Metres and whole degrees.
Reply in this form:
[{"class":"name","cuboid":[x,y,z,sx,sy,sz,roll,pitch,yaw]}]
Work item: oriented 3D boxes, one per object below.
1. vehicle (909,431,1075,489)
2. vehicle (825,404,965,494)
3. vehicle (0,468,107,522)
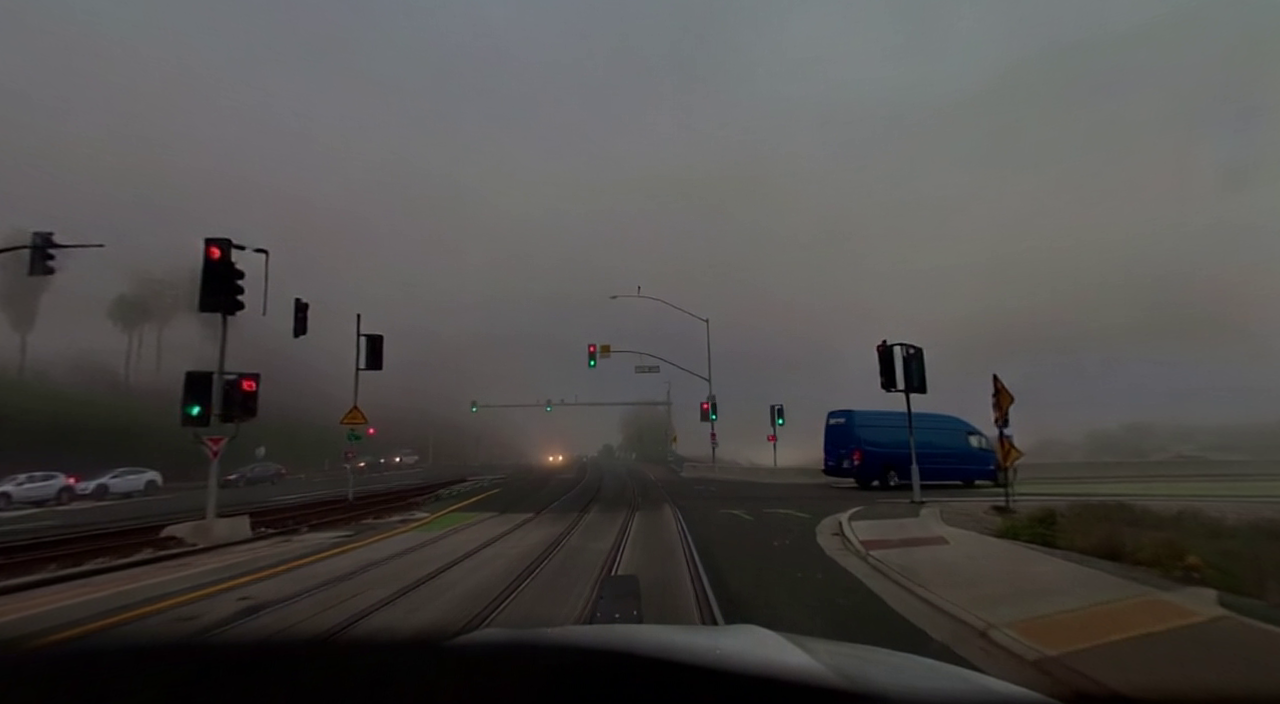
[{"class":"vehicle","cuboid":[14.273,4.340,25.639,6.055,2.140,2.266,3,-10,-19]},{"class":"vehicle","cuboid":[9.436,3.589,23.429,4.180,3.020,2.606,5,-11,-30]},{"class":"vehicle","cuboid":[-19.668,4.558,20.606,4.881,1.477,2.204,-7,-11,35]}]
